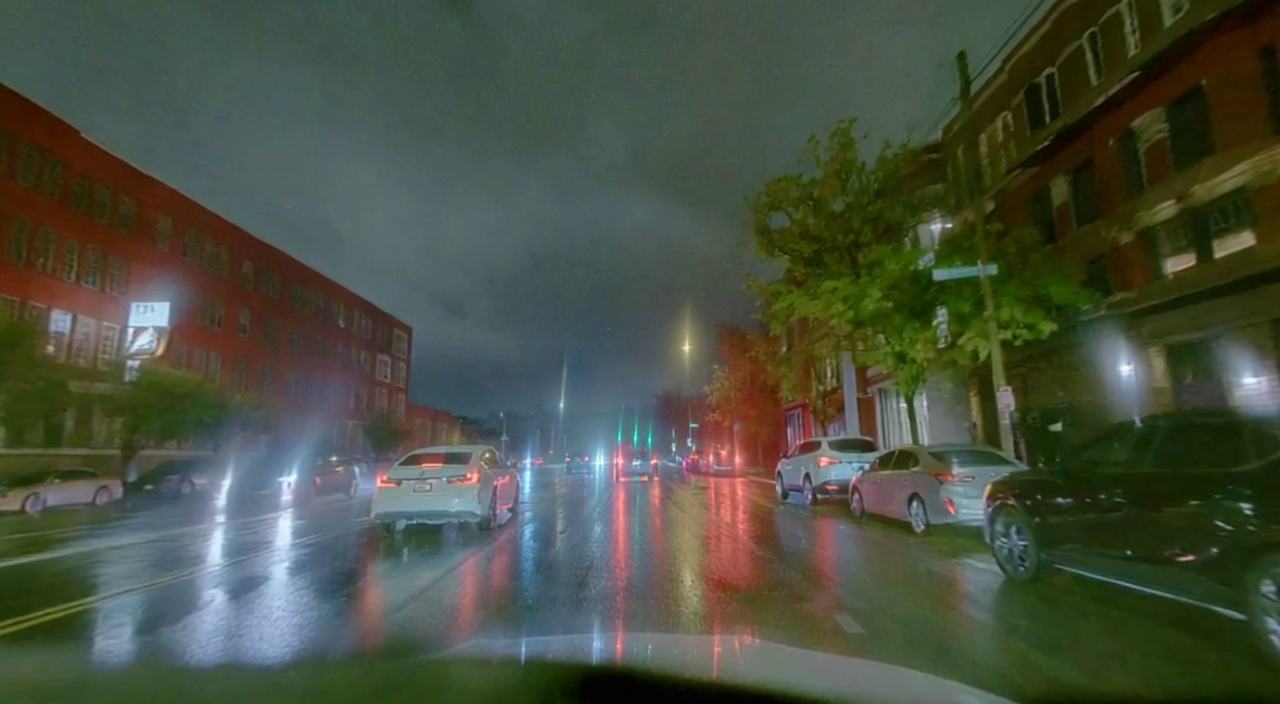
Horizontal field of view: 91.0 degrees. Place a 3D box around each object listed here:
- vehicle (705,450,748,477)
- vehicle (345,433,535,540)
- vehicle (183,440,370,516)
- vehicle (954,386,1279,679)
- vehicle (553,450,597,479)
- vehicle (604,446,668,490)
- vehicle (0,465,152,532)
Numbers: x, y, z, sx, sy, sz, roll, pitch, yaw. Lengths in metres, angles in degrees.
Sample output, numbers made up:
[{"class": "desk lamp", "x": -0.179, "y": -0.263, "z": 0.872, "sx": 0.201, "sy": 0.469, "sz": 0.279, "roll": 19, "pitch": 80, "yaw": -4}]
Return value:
[{"class": "vehicle", "x": 5.000, "y": 6.468, "z": 36.745, "sx": 1.832, "sy": 1.491, "sz": 4.054, "roll": 1, "pitch": -9, "yaw": -1}, {"class": "vehicle", "x": -3.361, "y": 2.359, "z": 11.735, "sx": 1.934, "sy": 1.548, "sz": 4.635, "roll": 0, "pitch": -9, "yaw": 1}, {"class": "vehicle", "x": -9.541, "y": 3.316, "z": 17.142, "sx": 2.186, "sy": 1.745, "sz": 4.693, "roll": 0, "pitch": -9, "yaw": 1}, {"class": "vehicle", "x": 4.801, "y": 1.245, "z": 4.775, "sx": 2.001, "sy": 1.742, "sz": 4.996, "roll": 1, "pitch": -9, "yaw": -3}, {"class": "vehicle", "x": -3.698, "y": 6.470, "z": 36.584, "sx": 1.972, "sy": 1.560, "sz": 4.066, "roll": 0, "pitch": -9, "yaw": 2}, {"class": "vehicle", "x": -0.181, "y": 4.376, "z": 24.081, "sx": 2.230, "sy": 1.518, "sz": 4.113, "roll": 1, "pitch": -9, "yaw": -1}, {"class": "vehicle", "x": -17.765, "y": 4.252, "z": 18.776, "sx": 2.181, "sy": 1.579, "sz": 5.185, "roll": 0, "pitch": -9, "yaw": 2}]
